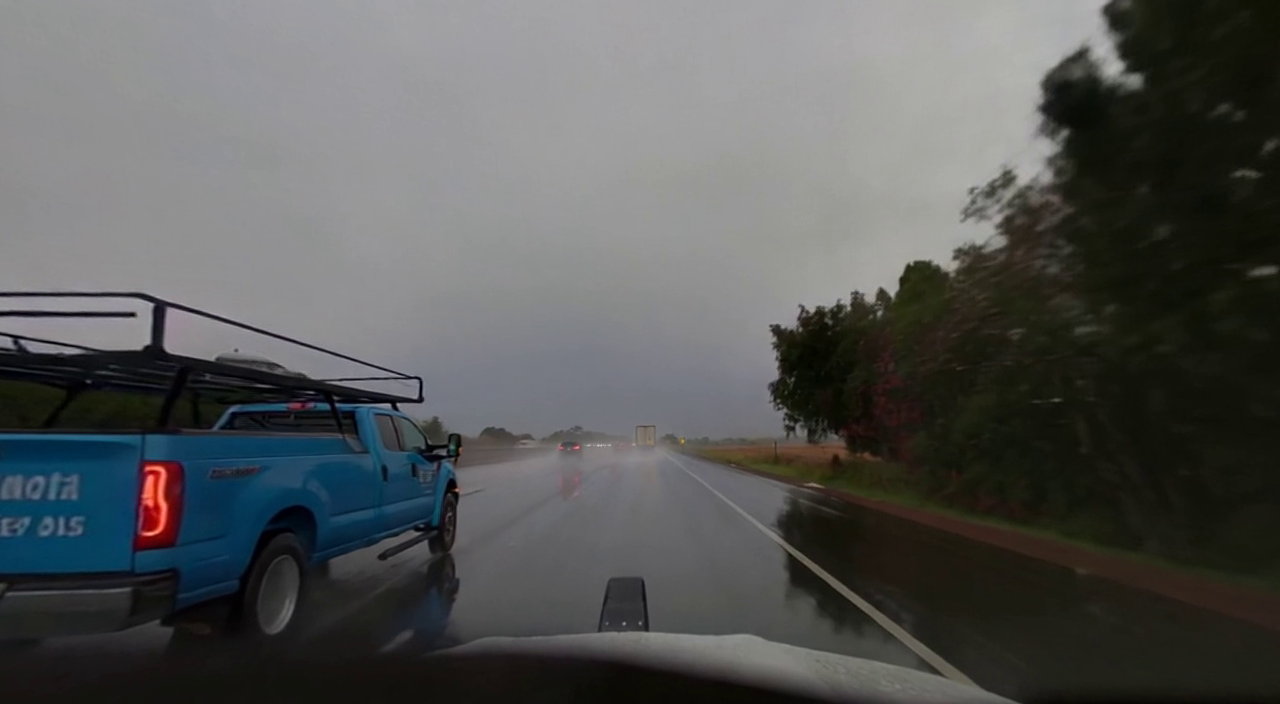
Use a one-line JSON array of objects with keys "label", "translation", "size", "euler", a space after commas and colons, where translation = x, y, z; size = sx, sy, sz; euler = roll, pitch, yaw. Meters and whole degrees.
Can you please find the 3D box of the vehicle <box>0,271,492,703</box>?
[{"label": "vehicle", "translation": [-3.806, 1.195, 6.686], "size": [2.791, 2.330, 6.725], "euler": [-1, -8, 0]}]
